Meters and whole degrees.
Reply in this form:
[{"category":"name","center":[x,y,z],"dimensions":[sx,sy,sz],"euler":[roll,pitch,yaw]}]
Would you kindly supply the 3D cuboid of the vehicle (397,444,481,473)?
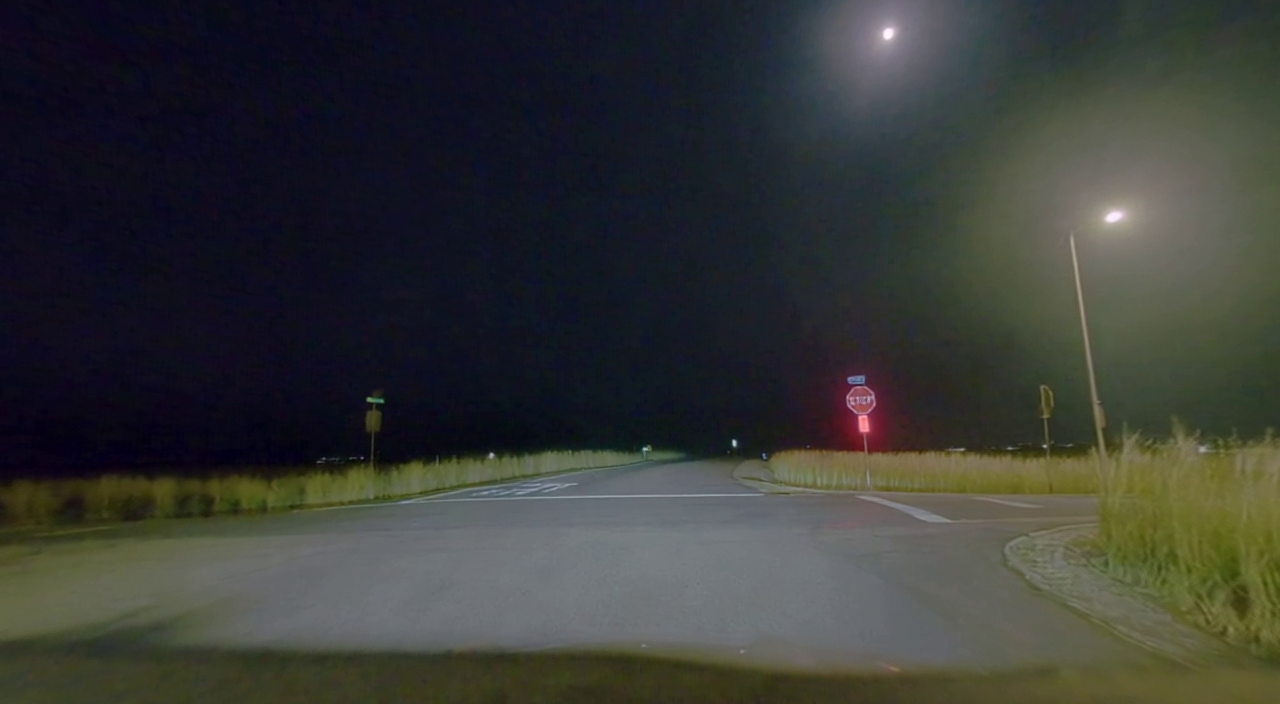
[{"category":"vehicle","center":[-12.665,6.725,39.919],"dimensions":[4.590,1.735,1.973],"euler":[0,-9,3]}]
